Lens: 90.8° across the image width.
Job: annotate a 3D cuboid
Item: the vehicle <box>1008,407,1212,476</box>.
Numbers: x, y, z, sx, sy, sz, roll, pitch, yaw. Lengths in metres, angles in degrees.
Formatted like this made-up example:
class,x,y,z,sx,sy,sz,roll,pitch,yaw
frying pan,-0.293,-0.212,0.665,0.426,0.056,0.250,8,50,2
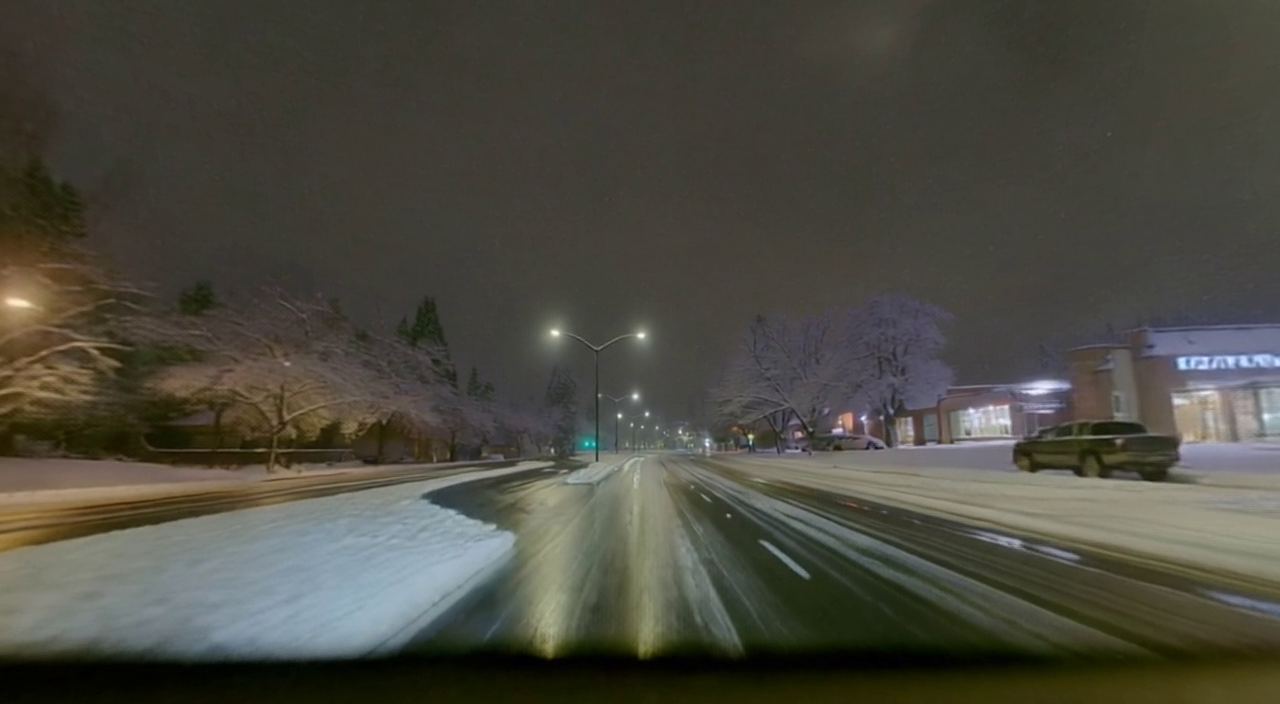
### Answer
class,x,y,z,sx,sy,sz,roll,pitch,yaw
vehicle,14.874,2.943,20.595,2.195,1.926,5.466,1,-9,-3
